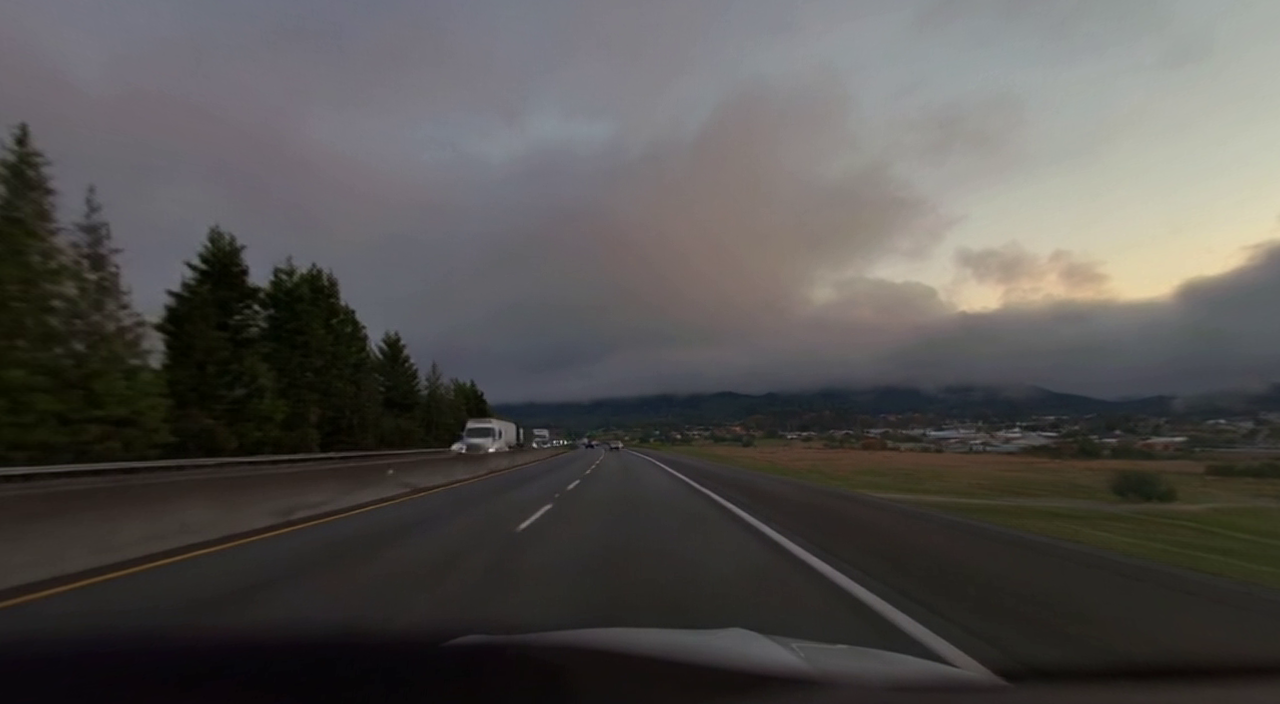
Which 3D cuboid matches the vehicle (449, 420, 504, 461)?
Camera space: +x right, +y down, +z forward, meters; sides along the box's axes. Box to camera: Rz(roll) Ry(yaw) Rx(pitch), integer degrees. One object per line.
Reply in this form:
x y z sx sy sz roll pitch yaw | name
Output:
-12.060 6.585 46.984 2.498 2.794 6.249 -1 -8 0 | vehicle
